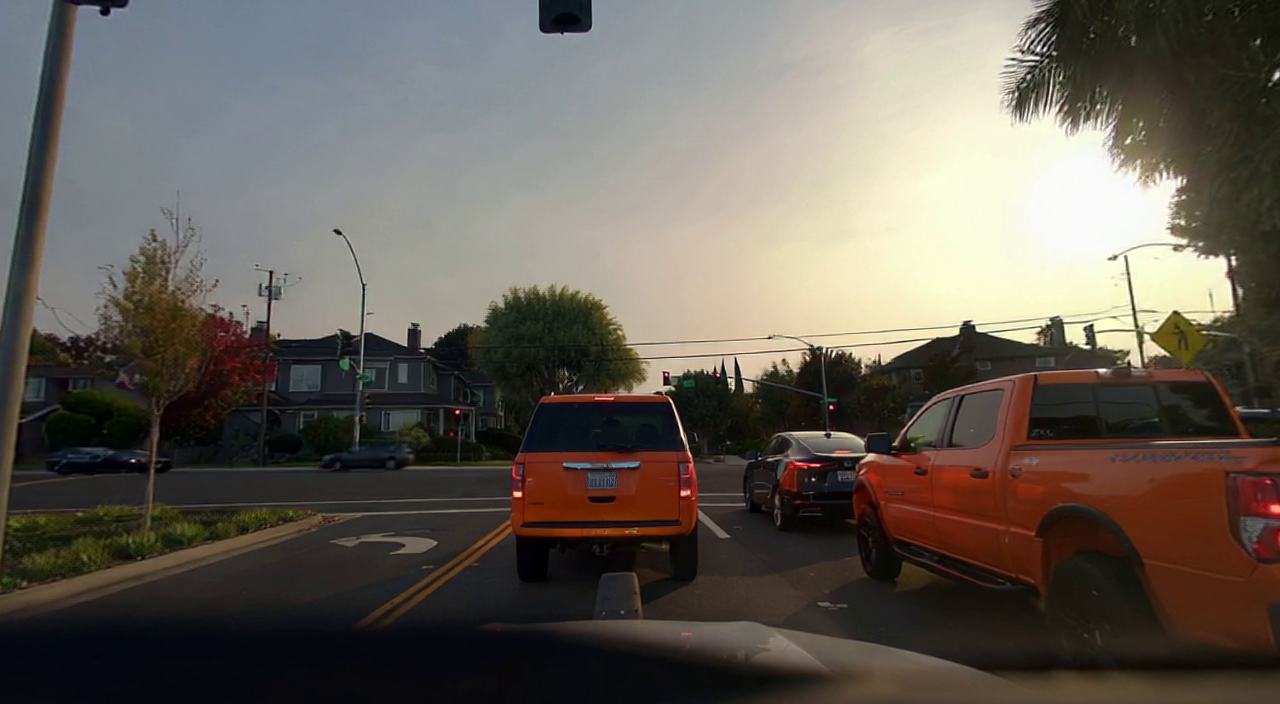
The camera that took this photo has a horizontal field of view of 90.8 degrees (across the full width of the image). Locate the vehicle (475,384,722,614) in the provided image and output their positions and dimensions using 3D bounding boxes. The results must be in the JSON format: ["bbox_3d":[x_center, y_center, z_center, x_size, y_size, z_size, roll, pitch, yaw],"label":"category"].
[{"bbox_3d":[-0.279,1.392,6.701,1.915,1.780,3.379,0,-8,2],"label":"vehicle"}]

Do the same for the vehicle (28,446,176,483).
[{"bbox_3d":[-22.891,4.789,27.053,4.533,1.350,1.714,0,-7,-9],"label":"vehicle"}]

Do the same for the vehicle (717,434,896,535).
[{"bbox_3d":[2.720,2.266,11.532,1.952,1.465,4.421,0,-8,-2],"label":"vehicle"}]

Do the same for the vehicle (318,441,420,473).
[{"bbox_3d":[-13.631,5.313,32.023,4.404,1.534,1.704,1,-8,-9],"label":"vehicle"}]

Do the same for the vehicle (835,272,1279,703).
[{"bbox_3d":[2.976,0.943,3.847,1.886,1.849,5.070,0,-8,-1],"label":"vehicle"}]
